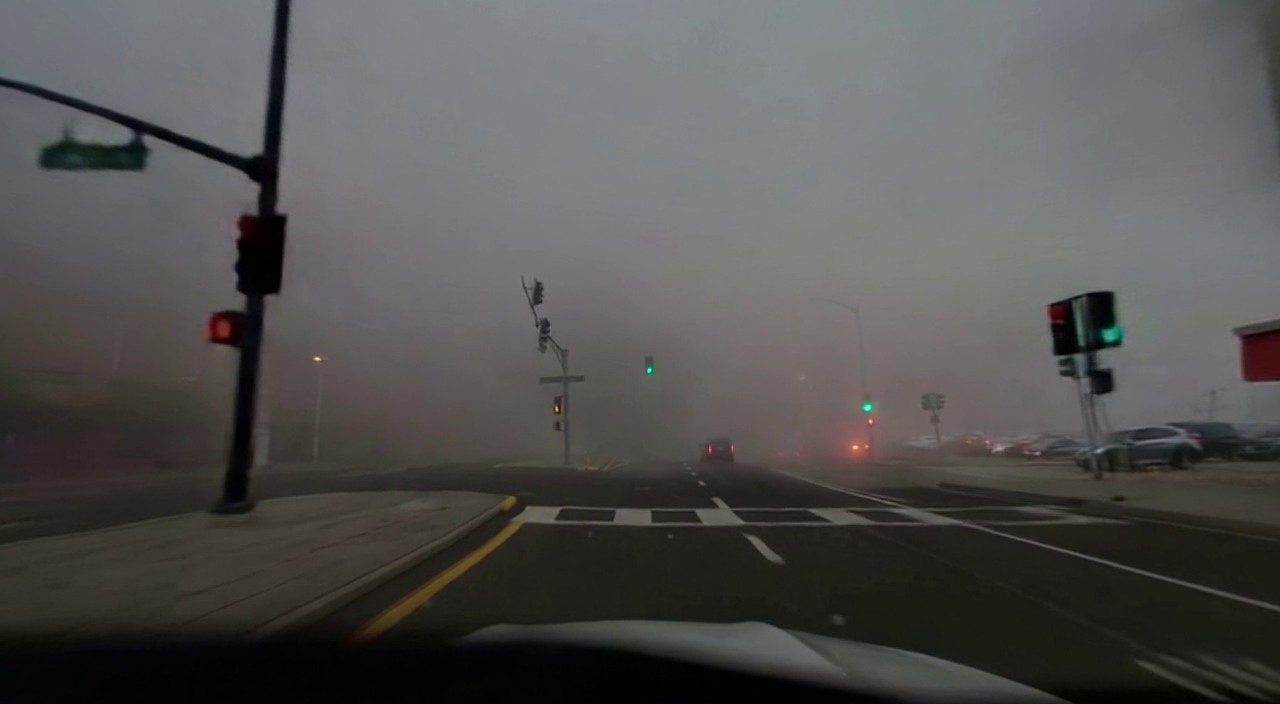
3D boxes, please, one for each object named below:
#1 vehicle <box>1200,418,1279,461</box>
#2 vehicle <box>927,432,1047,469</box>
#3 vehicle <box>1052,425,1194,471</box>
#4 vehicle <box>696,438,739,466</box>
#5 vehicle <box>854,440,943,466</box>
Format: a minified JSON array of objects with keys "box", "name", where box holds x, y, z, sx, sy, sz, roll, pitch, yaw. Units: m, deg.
[{"box":[26.977,3.751,26.980,4.280,1.734,1.964,1,-8,-6],"name":"vehicle"},{"box":[16.657,4.752,30.470,4.491,1.702,2.094,-1,-8,7],"name":"vehicle"},{"box":[20.484,4.074,26.854,4.341,1.845,1.984,0,-8,0],"name":"vehicle"},{"box":[4.497,5.906,37.308,2.038,1.528,4.259,0,-8,1],"name":"vehicle"},{"box":[15.344,5.981,37.515,4.581,1.434,1.893,-5,-10,31],"name":"vehicle"}]
